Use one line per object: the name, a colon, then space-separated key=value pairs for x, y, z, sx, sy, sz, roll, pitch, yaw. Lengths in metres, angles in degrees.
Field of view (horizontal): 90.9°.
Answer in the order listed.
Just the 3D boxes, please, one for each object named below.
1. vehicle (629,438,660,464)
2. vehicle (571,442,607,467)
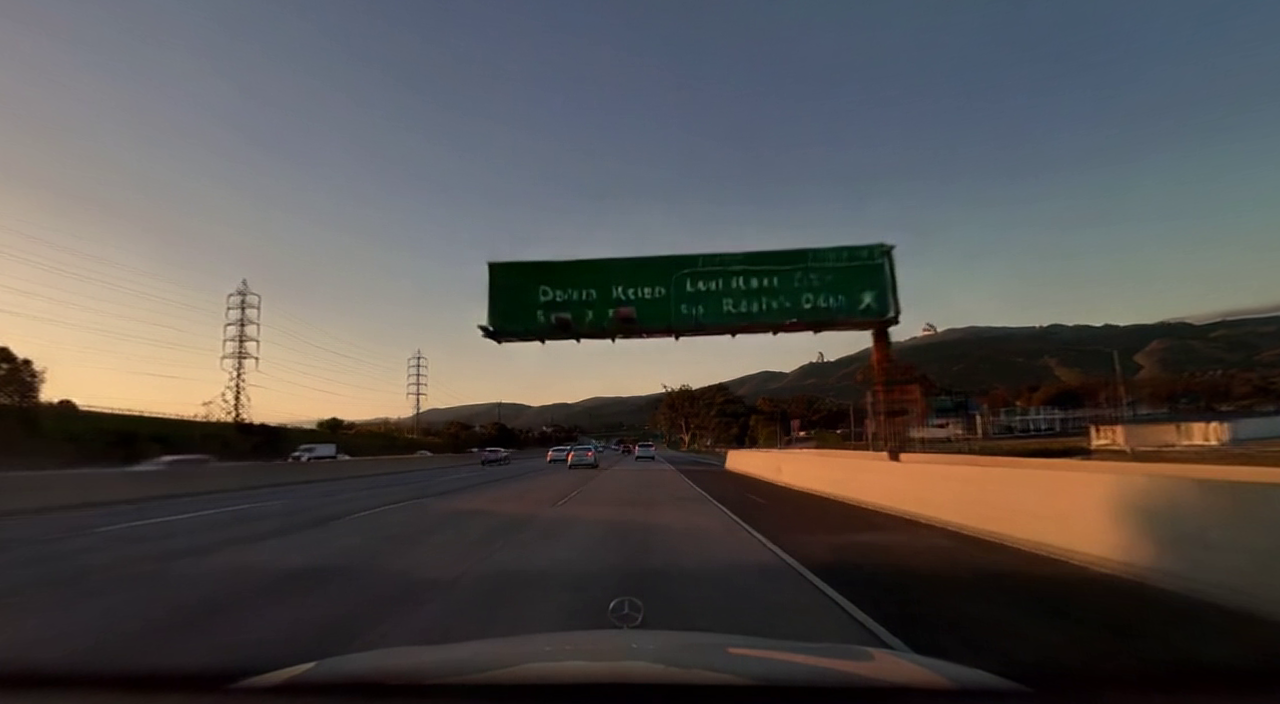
vehicle: x=0.288 y=7.302 z=46.600 sx=2.194 sy=1.737 sz=4.127 roll=0 pitch=-9 yaw=-1
vehicle: x=-3.372 y=6.882 z=42.441 sx=1.967 sy=1.517 sz=4.808 roll=0 pitch=-9 yaw=0
